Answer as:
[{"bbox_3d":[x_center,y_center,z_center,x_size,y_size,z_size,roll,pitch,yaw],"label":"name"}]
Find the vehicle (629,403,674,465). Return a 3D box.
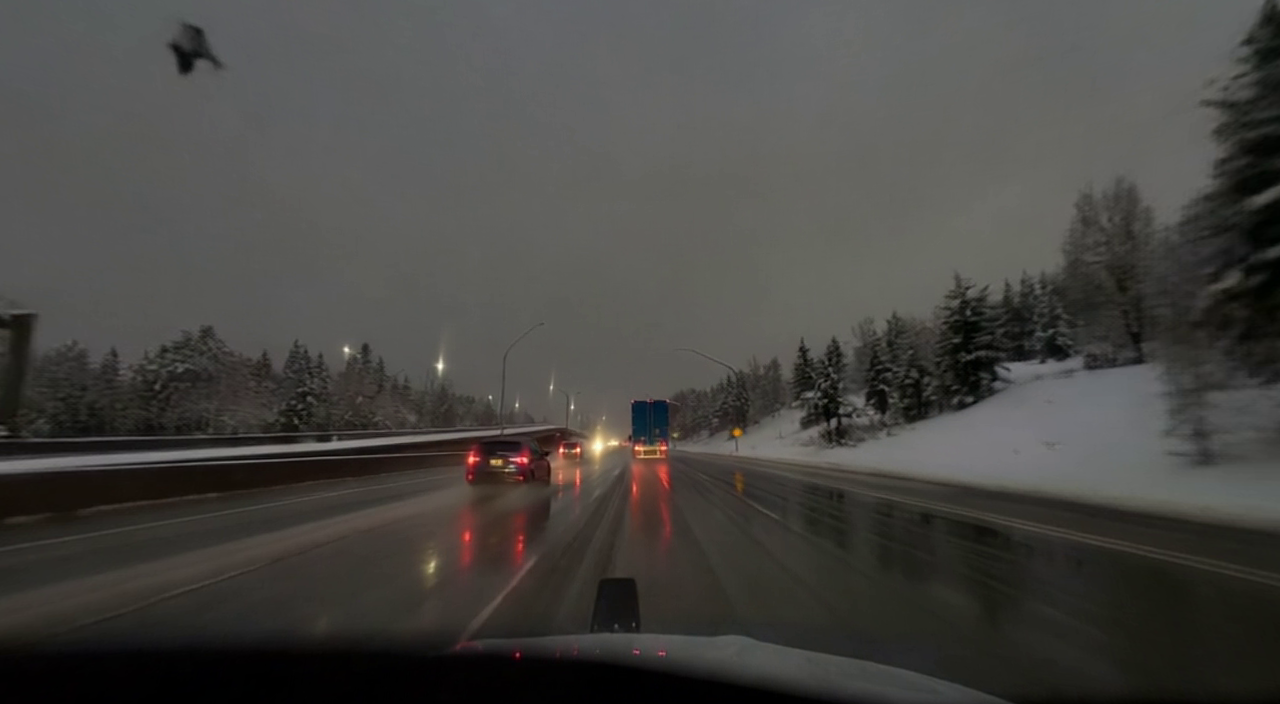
[{"bbox_3d":[0.851,6.166,46.856,2.964,4.063,10.072,0,-8,1],"label":"vehicle"}]

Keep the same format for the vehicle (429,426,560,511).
[{"bbox_3d":[-3.272,2.733,15.302,2.077,1.716,4.514,0,-8,0],"label":"vehicle"}]
